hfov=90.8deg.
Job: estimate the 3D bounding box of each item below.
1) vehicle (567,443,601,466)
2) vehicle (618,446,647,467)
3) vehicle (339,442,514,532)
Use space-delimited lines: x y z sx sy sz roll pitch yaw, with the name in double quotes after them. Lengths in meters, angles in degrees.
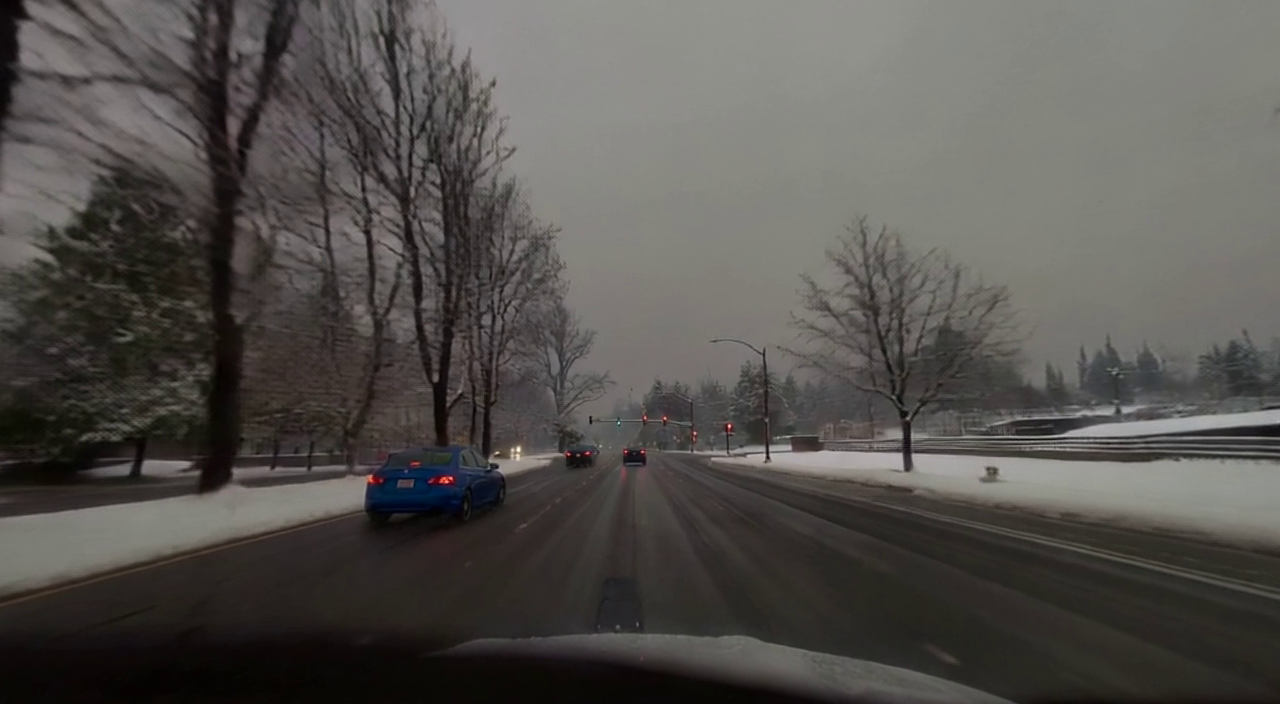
-4.080 7.535 46.444 2.103 1.592 4.160 0 -9 0 "vehicle"
-0.526 7.300 44.329 1.991 1.431 4.199 0 -9 -1 "vehicle"
-3.878 2.503 12.397 1.905 1.418 4.396 0 -9 0 "vehicle"
